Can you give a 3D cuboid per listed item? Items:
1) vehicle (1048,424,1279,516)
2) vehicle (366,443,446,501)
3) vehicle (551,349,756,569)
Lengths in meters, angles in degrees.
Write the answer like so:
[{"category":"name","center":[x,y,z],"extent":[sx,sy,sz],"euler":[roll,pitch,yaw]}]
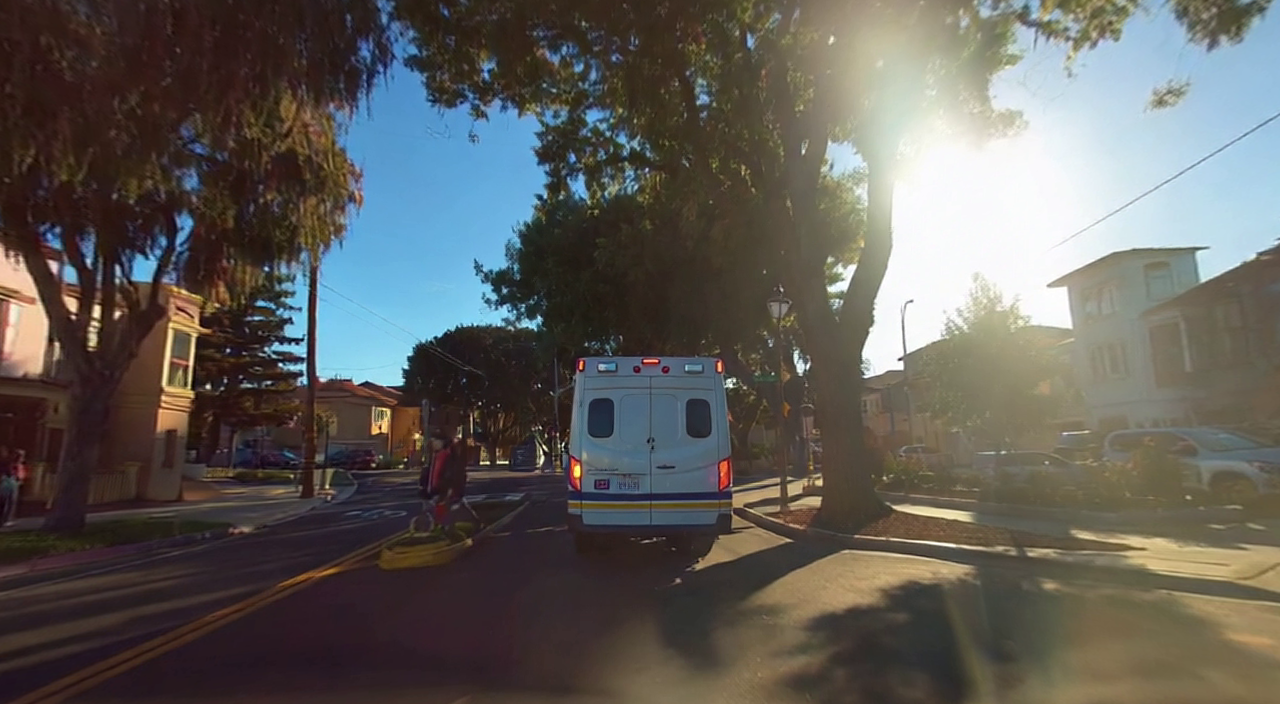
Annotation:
[{"category":"vehicle","center":[13.237,2.766,15.061],"extent":[5.270,1.966,2.329],"euler":[-2,-9,11]},{"category":"vehicle","center":[-8.385,4.132,22.351],"extent":[2.290,1.776,4.947],"euler":[3,-9,-23]},{"category":"vehicle","center":[0.158,1.681,10.440],"extent":[2.444,2.640,5.482],"euler":[0,-8,0]}]
